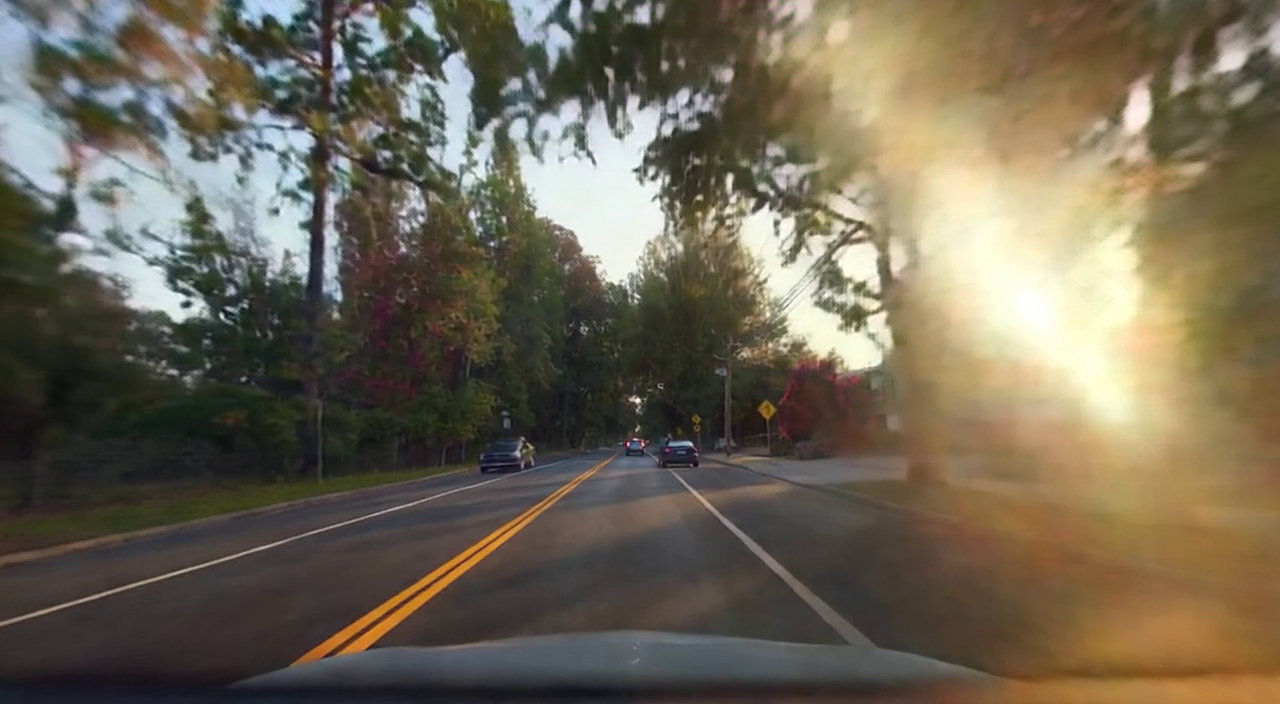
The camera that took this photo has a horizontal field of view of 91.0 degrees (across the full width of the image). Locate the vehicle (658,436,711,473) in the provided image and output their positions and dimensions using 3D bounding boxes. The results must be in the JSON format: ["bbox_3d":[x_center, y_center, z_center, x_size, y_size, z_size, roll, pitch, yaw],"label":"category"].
[{"bbox_3d":[1.892,4.517,27.890,1.975,1.497,3.647,0,-8,-2],"label":"vehicle"}]

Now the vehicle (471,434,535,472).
[{"bbox_3d":[-7.133,5.342,33.412,2.352,1.857,4.690,0,-8,0],"label":"vehicle"}]
